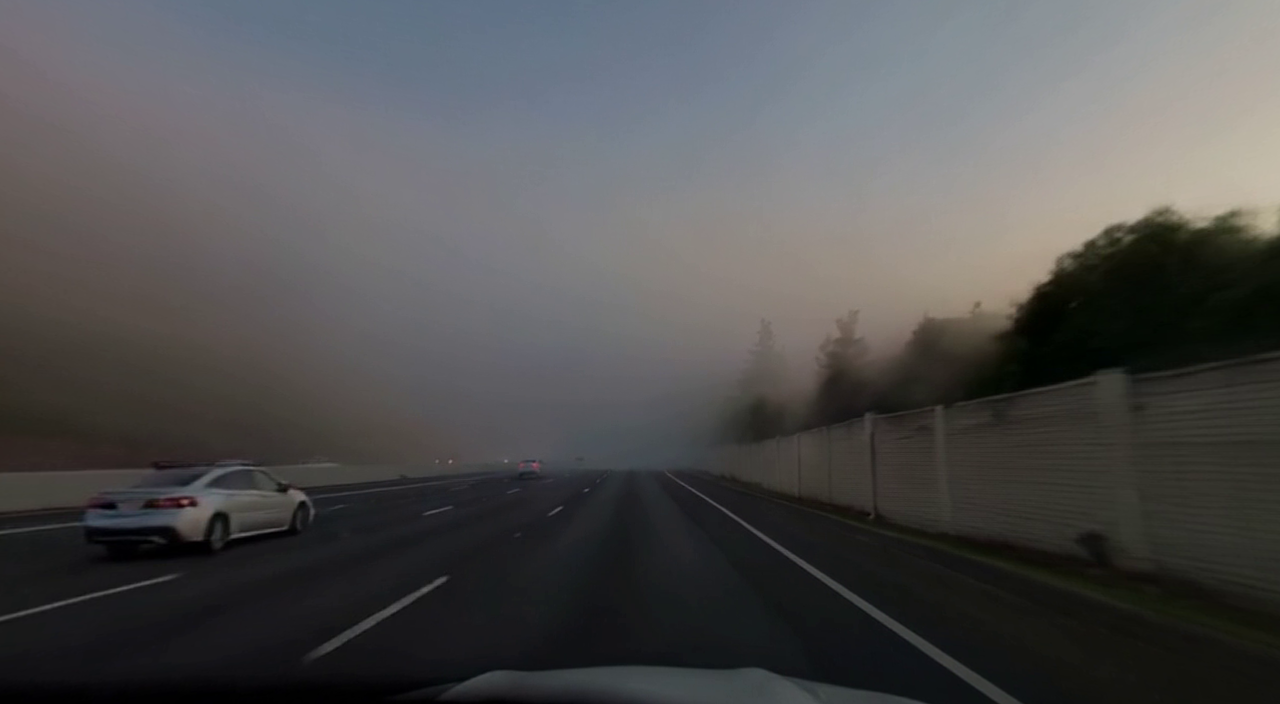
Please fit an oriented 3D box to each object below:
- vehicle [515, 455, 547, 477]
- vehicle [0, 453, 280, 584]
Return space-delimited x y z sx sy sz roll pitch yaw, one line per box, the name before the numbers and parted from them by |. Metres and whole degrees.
vehicle | -7.956 8.379 46.310 1.742 1.494 3.795 0 -9 0
vehicle | -7.231 2.206 9.114 1.782 1.441 3.751 0 -9 1
